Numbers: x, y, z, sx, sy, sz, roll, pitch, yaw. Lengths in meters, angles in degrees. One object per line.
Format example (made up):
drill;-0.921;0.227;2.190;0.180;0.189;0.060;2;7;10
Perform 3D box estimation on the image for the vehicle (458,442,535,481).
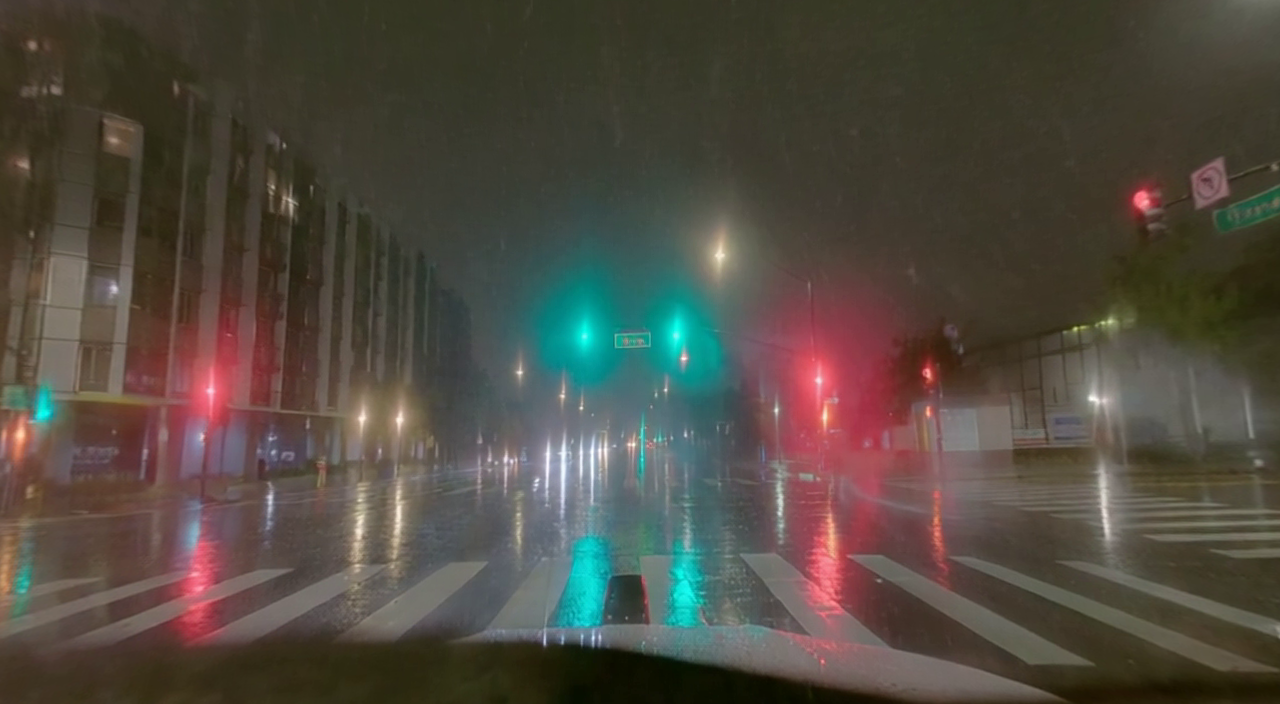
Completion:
vehicle;-5.883;4.547;26.485;2.127;1.473;4.428;0;-8;1
